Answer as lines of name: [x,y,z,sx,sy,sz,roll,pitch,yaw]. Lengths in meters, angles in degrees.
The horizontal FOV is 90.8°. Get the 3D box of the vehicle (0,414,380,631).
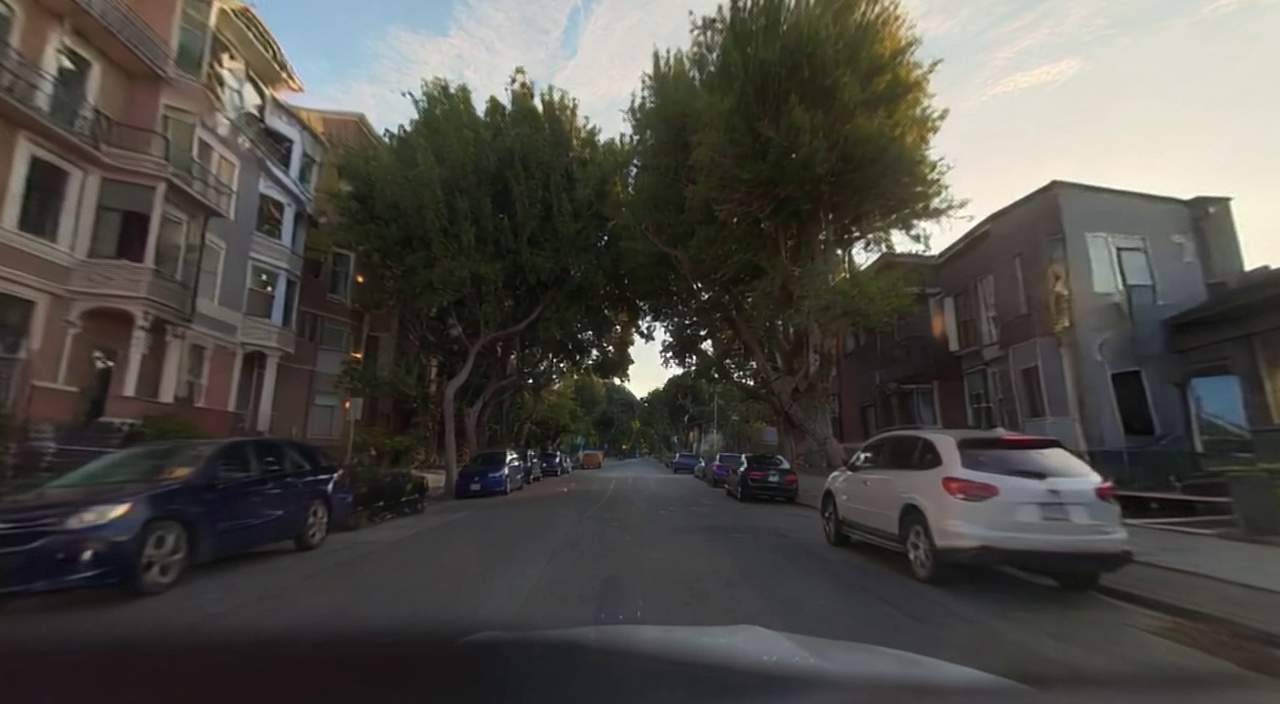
vehicle: [-5.613,1.818,7.980,2.122,1.722,5.662,-1,-9,1]

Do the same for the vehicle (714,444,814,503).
vehicle: [3.969,3.985,21.299,2.187,1.699,5.038,0,-8,-2]

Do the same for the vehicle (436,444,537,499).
vehicle: [-5.432,4.283,23.214,2.222,1.735,5.215,-1,-8,2]

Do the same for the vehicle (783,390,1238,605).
vehicle: [3.999,1.862,8.725,2.473,1.895,6.050,0,-11,-1]
